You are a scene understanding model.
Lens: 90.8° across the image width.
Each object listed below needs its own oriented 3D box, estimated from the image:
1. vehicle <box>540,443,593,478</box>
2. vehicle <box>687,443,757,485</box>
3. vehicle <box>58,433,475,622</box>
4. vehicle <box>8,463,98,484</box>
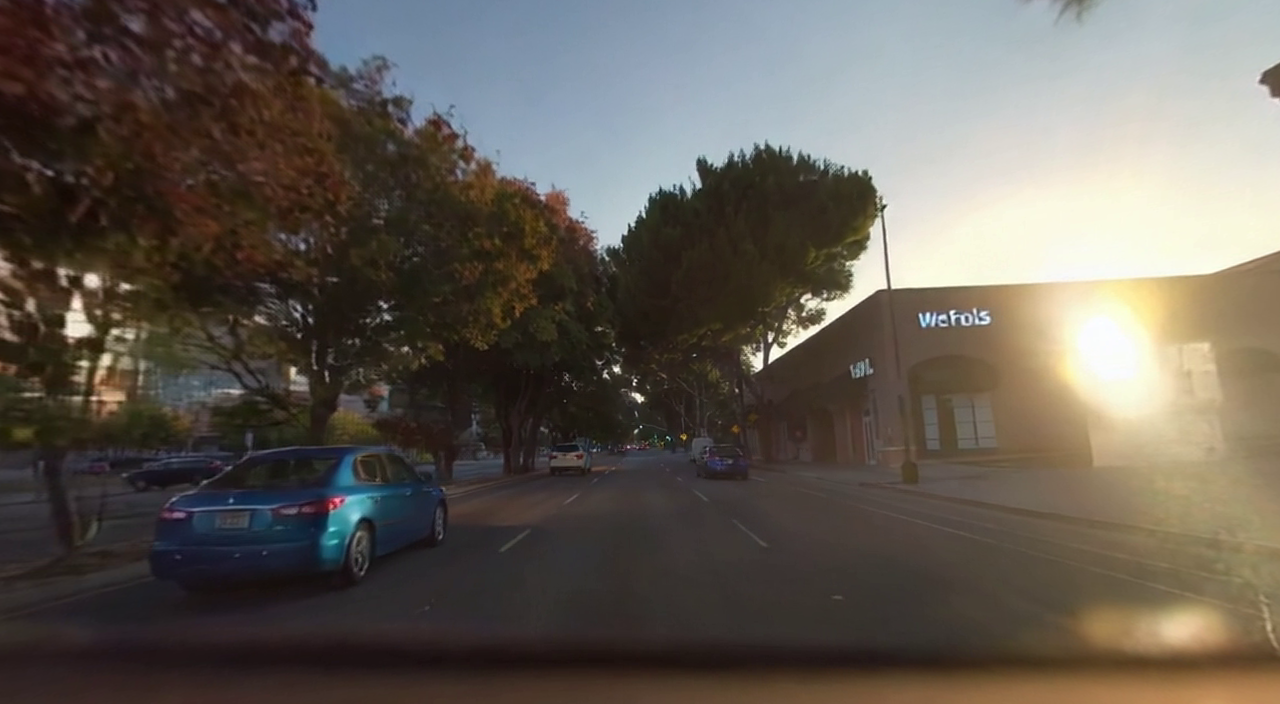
[{"bbox_3d":[-3.773,5.659,33.346,2.145,1.694,4.642,0,-9,1],"label":"vehicle"},{"bbox_3d":[3.079,4.317,24.688,1.961,1.482,4.538,0,-9,-2],"label":"vehicle"},{"bbox_3d":[-3.528,1.721,7.231,2.060,1.466,4.387,0,-9,0],"label":"vehicle"},{"bbox_3d":[-43.344,8.979,46.711,4.623,1.474,1.905,0,-9,-2],"label":"vehicle"}]
